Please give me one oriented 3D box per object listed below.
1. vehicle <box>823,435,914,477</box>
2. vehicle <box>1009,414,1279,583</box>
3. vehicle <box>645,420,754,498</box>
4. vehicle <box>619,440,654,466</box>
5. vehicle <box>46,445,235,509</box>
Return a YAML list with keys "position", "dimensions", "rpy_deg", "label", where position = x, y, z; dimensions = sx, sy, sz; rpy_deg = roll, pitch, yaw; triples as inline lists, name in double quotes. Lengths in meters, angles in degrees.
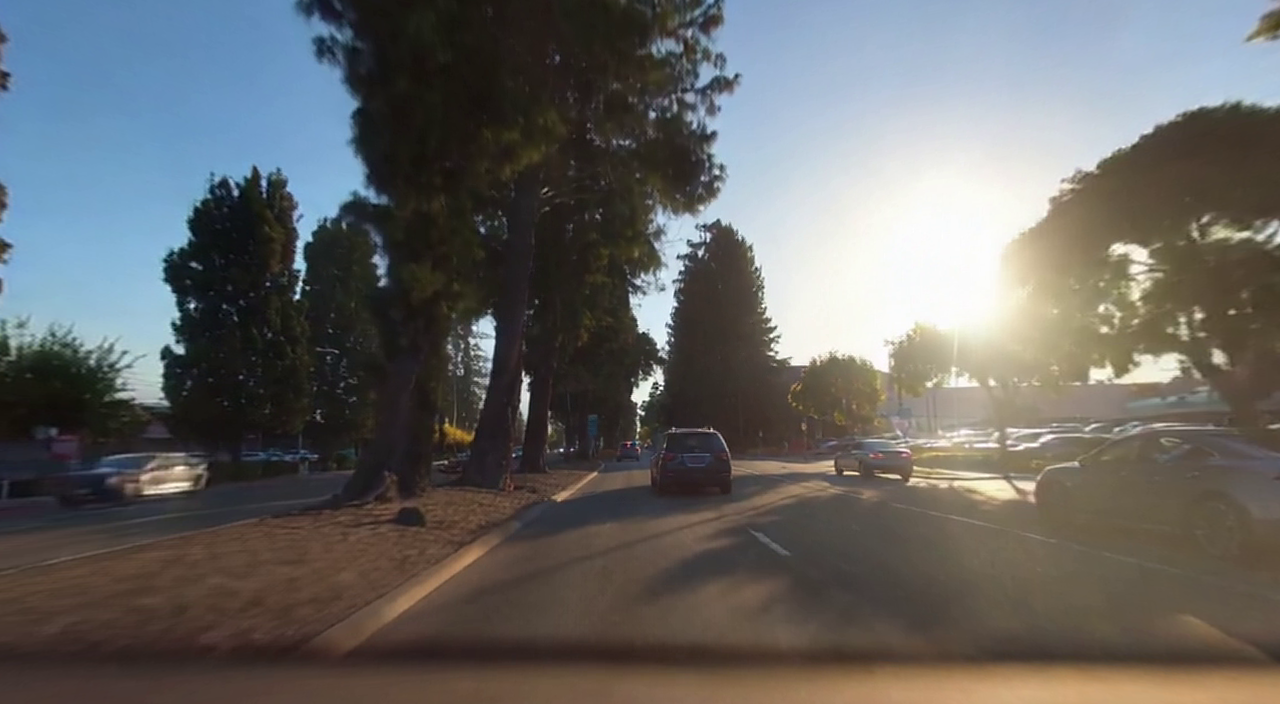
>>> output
- position: [9.120, 4.182, 25.658]
  dimensions: [1.894, 1.517, 4.419]
  rpy_deg: [0, -8, -2]
  label: "vehicle"
- position: [6.676, 1.568, 7.428]
  dimensions: [1.994, 1.488, 4.313]
  rpy_deg: [0, -8, -1]
  label: "vehicle"
- position: [1.459, 2.955, 17.826]
  dimensions: [2.300, 1.870, 4.936]
  rpy_deg: [0, -8, -3]
  label: "vehicle"
- position: [-0.220, 6.171, 38.792]
  dimensions: [2.050, 1.504, 4.024]
  rpy_deg: [0, -8, -1]
  label: "vehicle"
- position: [-16.068, 3.998, 20.822]
  dimensions: [2.124, 1.802, 5.097]
  rpy_deg: [0, -8, -1]
  label: "vehicle"
